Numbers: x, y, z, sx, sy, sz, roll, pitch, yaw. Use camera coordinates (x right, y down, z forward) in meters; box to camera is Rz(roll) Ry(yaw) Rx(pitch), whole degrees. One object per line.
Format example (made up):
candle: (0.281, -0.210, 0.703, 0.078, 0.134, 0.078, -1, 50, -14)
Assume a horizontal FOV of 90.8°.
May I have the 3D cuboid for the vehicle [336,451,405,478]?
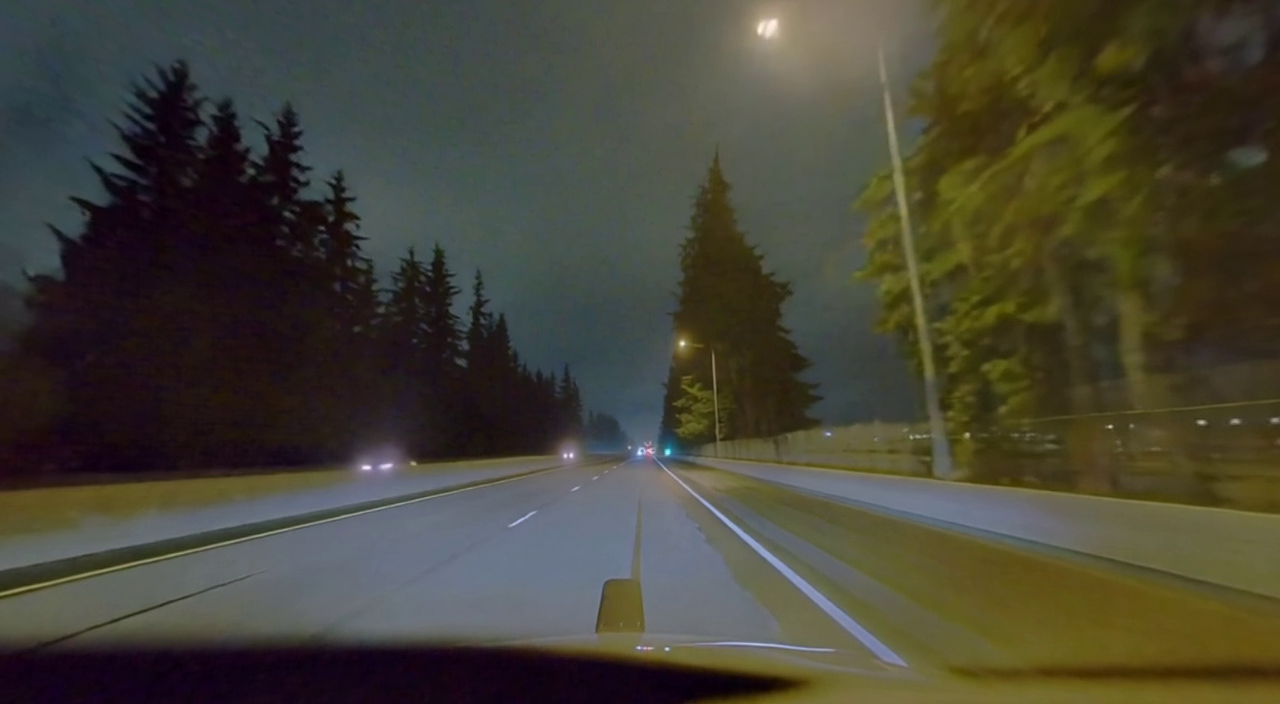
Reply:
vehicle: (-16.042, 6.689, 37.790, 2.139, 1.476, 4.335, 0, -9, 1)
